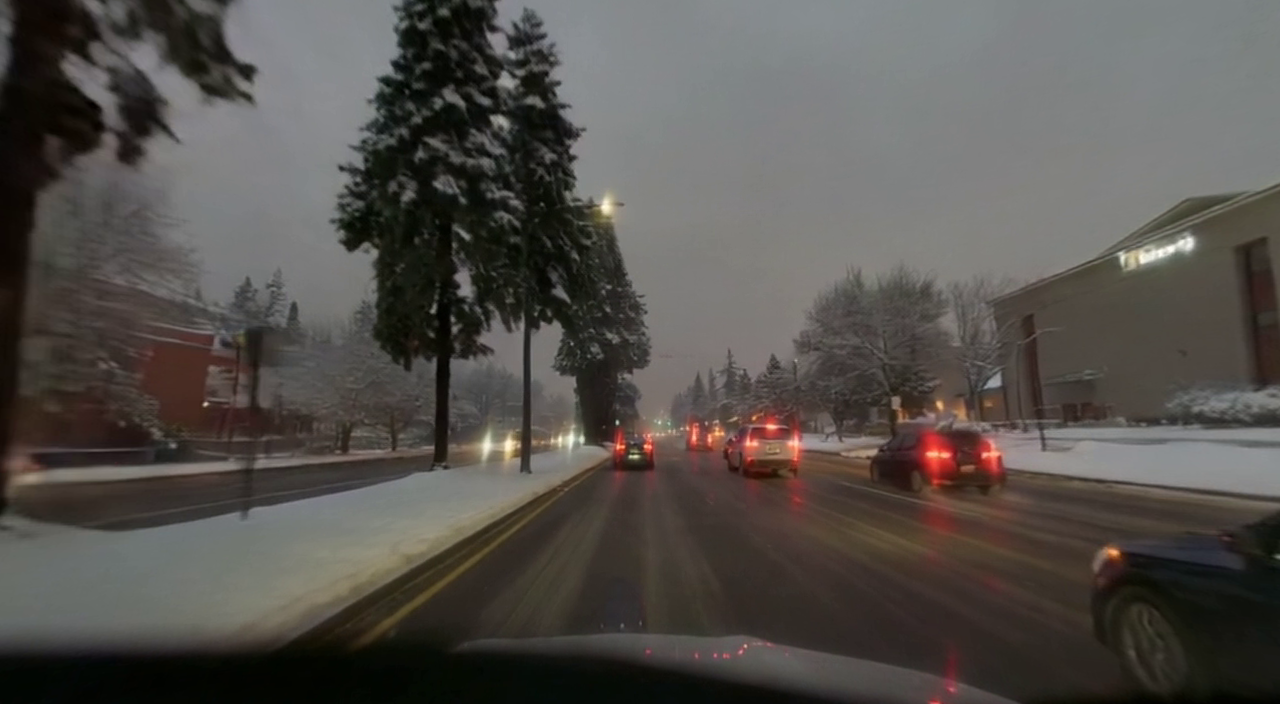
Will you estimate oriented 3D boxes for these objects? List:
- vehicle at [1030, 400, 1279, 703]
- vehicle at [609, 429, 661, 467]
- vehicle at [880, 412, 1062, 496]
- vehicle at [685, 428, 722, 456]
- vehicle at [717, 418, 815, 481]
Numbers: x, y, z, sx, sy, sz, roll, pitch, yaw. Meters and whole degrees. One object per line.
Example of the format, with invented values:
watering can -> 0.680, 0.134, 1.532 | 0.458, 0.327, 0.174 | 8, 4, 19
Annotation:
vehicle -> 3.451, 0.819, 1.609 | 2.010, 1.490, 4.639 | 0, -8, 2
vehicle -> -0.181, 4.215, 27.620 | 2.111, 1.506, 4.018 | 0, -8, 0
vehicle -> 7.651, 2.415, 15.146 | 2.008, 1.714, 4.407 | 0, -8, 1
vehicle -> 4.092, 5.887, 41.100 | 1.982, 1.709, 4.427 | 0, -8, 0
vehicle -> 3.739, 2.987, 19.445 | 2.130, 1.718, 4.310 | 0, -8, 0
